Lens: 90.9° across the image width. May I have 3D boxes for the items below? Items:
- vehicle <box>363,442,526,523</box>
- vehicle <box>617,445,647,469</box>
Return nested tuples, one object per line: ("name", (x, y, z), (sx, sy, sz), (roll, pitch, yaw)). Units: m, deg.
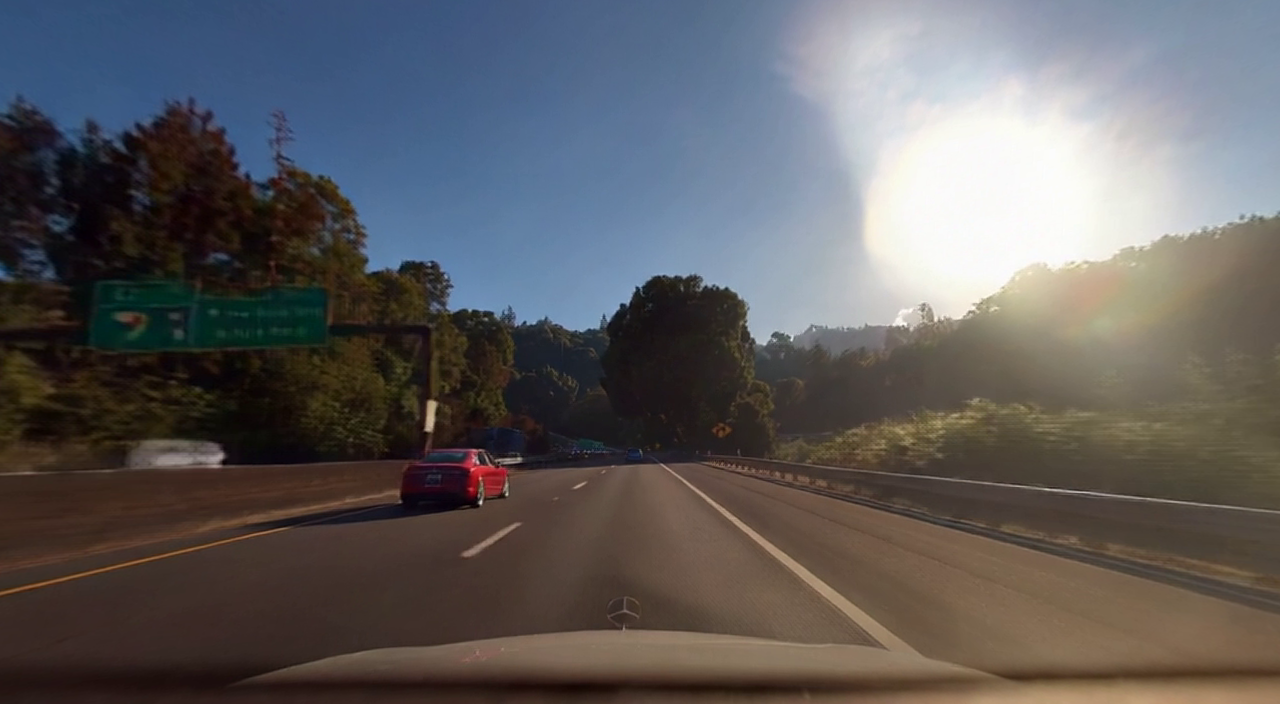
("vehicle", (-4.078, 2.789, 14.102), (2.157, 1.483, 4.601), (0, -9, 0))
("vehicle", (-0.519, 7.403, 44.452), (2.011, 1.590, 3.607), (0, -9, 1))
